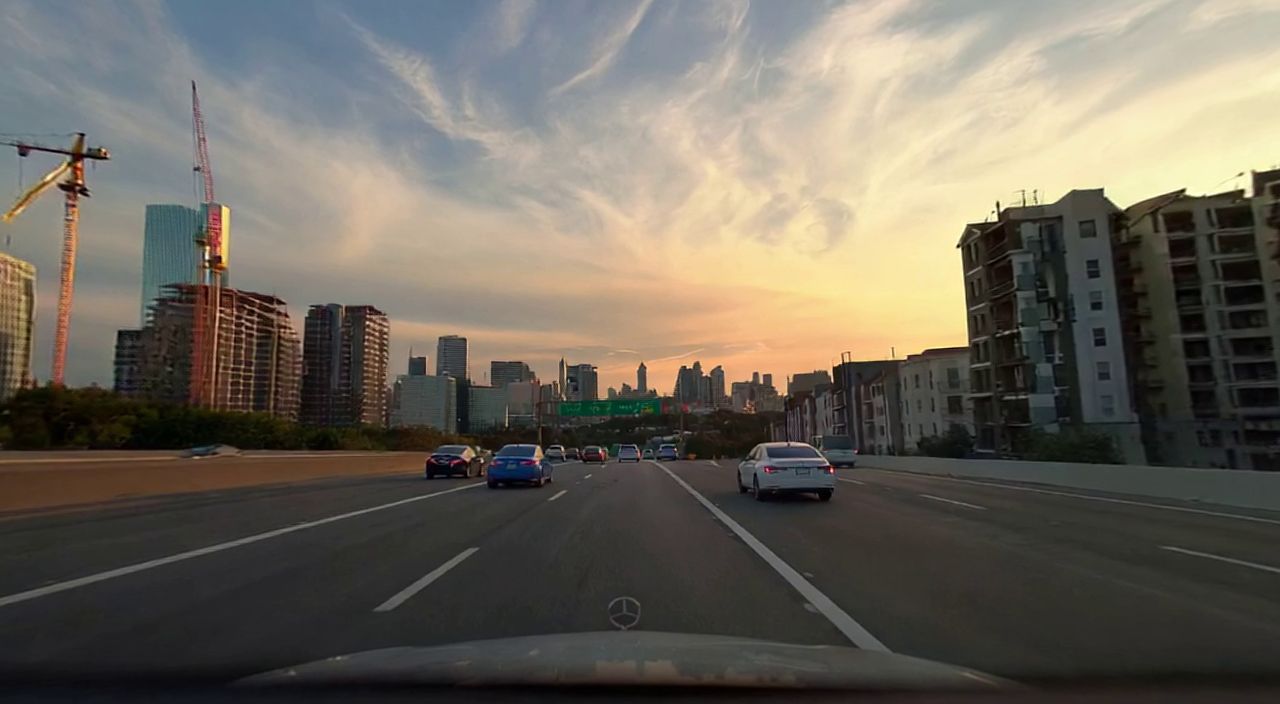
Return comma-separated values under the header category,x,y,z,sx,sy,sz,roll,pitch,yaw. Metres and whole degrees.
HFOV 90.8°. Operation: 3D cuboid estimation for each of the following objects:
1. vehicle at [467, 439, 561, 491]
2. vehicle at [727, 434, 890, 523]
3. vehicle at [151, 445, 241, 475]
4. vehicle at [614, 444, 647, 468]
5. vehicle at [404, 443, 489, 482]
category,x,y,z,sx,sy,sz,roll,pitch,yaw
vehicle,-4.018,3.670,20.947,2.136,1.512,4.488,0,-8,1
vehicle,3.175,2.479,13.013,1.995,1.486,4.463,0,-8,-2
vehicle,-27.513,6.659,39.367,1.960,1.713,4.966,0,-8,0
vehicle,-0.635,6.725,40.988,2.019,1.472,3.971,0,-8,-1
vehicle,-8.013,4.595,26.666,2.043,1.494,4.824,0,-8,0
